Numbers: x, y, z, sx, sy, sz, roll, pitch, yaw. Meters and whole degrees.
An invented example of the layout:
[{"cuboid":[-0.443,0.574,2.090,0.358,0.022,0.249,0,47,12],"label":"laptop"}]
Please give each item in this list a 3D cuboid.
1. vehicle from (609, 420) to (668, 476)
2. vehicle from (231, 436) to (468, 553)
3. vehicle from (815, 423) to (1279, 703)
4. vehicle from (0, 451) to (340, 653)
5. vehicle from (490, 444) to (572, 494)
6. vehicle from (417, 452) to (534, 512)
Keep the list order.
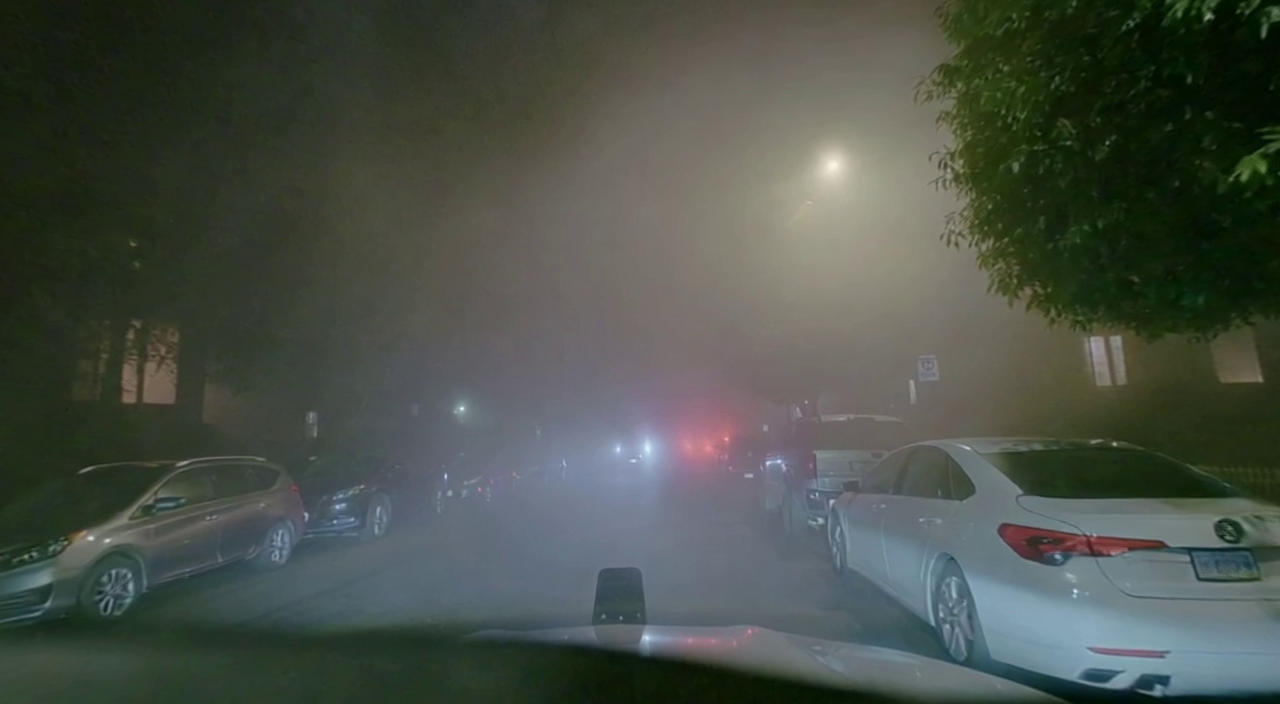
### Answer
[{"cuboid":[0.064,5.537,36.401,2.716,2.887,6.781,-1,-8,5],"label":"vehicle"},{"cuboid":[-5.277,2.617,12.501,2.203,1.815,4.972,0,-8,1],"label":"vehicle"},{"cuboid":[2.922,1.370,4.969,1.992,1.456,4.610,0,-8,3],"label":"vehicle"},{"cuboid":[-5.533,1.919,7.239,1.855,1.510,4.406,0,-8,3],"label":"vehicle"},{"cuboid":[-4.270,4.669,25.774,2.002,1.781,5.380,-1,-8,4],"label":"vehicle"},{"cuboid":[-4.658,3.723,18.701,1.861,1.474,4.749,-1,-8,5],"label":"vehicle"}]
